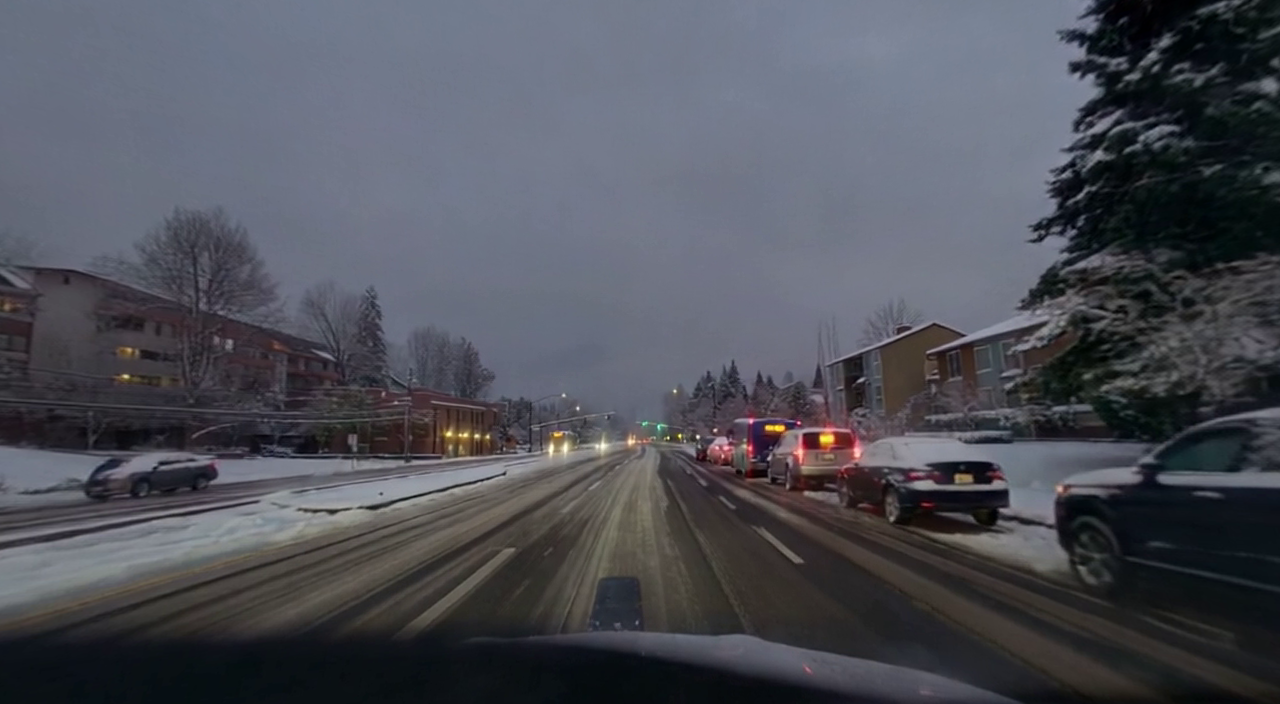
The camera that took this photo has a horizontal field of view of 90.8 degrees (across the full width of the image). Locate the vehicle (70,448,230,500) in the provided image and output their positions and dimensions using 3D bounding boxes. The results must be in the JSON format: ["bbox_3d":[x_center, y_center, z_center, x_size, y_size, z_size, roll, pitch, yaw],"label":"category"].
[{"bbox_3d":[-19.026,4.719,24.936,2.166,1.804,4.897,-1,-8,3],"label":"vehicle"}]

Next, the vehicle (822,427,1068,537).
[{"bbox_3d":[4.765,2.080,10.801,1.973,1.465,4.440,0,-8,0],"label":"vehicle"}]

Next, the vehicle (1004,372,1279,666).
[{"bbox_3d":[4.681,0.932,3.485,2.051,1.663,5.441,0,-8,-1],"label":"vehicle"}]

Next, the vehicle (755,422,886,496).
[{"bbox_3d":[4.774,2.920,17.584,2.304,1.760,4.630,0,-8,1],"label":"vehicle"}]
